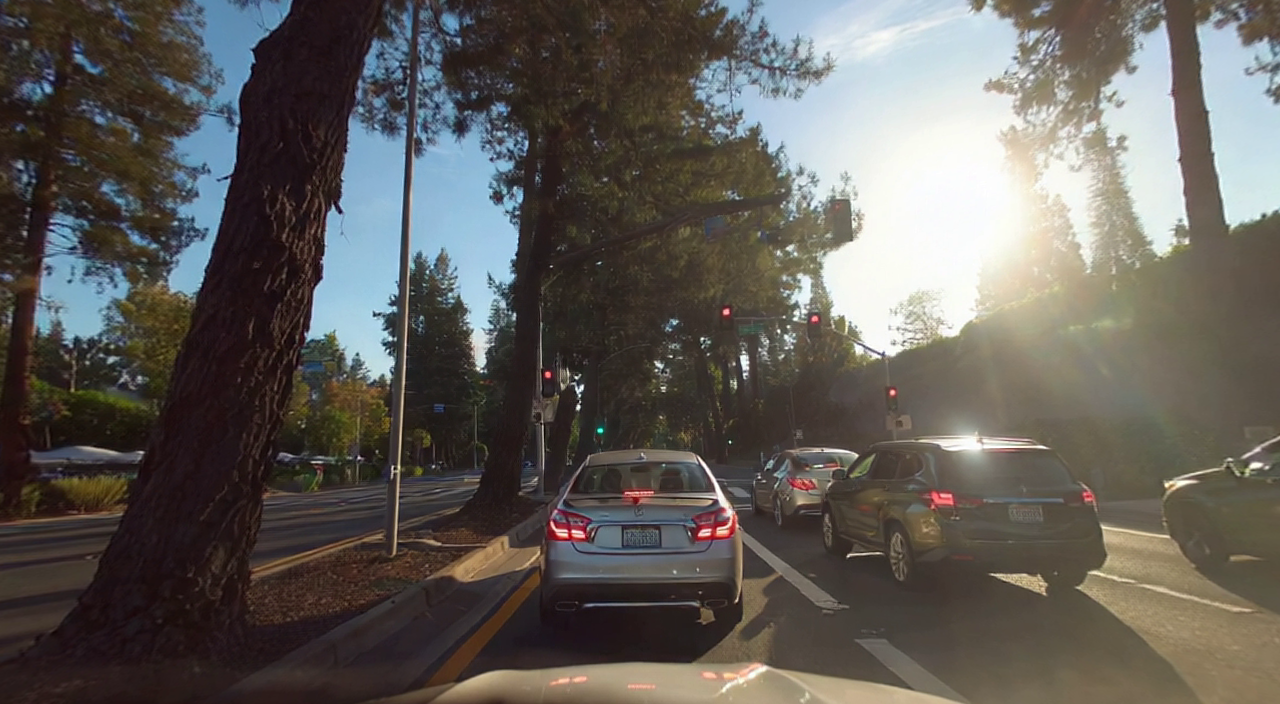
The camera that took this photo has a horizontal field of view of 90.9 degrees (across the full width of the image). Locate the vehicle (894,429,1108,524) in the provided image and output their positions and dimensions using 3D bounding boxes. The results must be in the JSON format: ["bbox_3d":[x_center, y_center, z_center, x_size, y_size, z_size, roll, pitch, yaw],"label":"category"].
[{"bbox_3d":[7.022,2.465,12.897,1.923,1.611,4.094,0,-9,0],"label":"vehicle"}]

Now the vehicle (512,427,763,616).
[{"bbox_3d":[0.007,1.678,7.101,2.015,1.502,3.898,0,-9,1],"label":"vehicle"}]

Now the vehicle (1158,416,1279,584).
[{"bbox_3d":[6.941,1.333,5.560,1.783,1.572,3.421,0,-9,1],"label":"vehicle"}]

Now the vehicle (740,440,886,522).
[{"bbox_3d":[3.527,2.721,13.823,1.934,1.494,4.446,0,-9,0],"label":"vehicle"}]
